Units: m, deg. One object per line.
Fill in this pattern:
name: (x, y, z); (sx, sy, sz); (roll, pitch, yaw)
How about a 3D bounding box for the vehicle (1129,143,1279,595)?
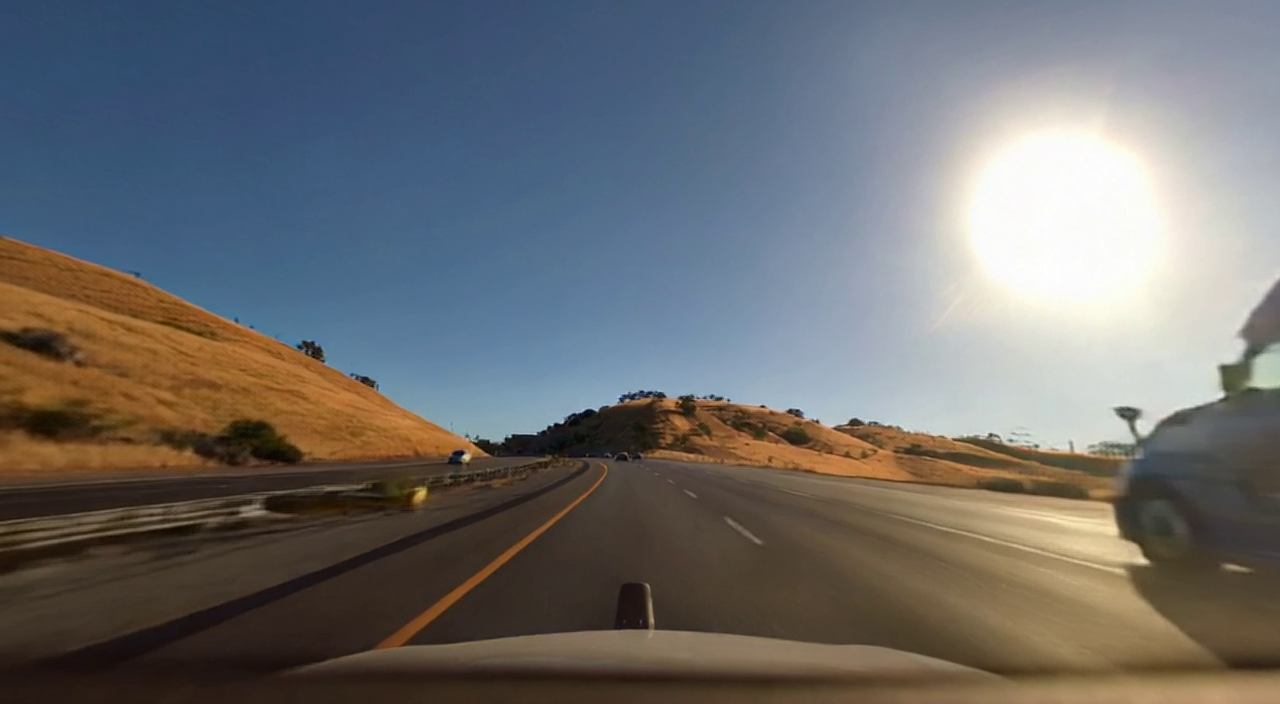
vehicle: (7.445, -0.267, 2.865); (3.431, 4.023, 8.588); (0, -8, 0)
